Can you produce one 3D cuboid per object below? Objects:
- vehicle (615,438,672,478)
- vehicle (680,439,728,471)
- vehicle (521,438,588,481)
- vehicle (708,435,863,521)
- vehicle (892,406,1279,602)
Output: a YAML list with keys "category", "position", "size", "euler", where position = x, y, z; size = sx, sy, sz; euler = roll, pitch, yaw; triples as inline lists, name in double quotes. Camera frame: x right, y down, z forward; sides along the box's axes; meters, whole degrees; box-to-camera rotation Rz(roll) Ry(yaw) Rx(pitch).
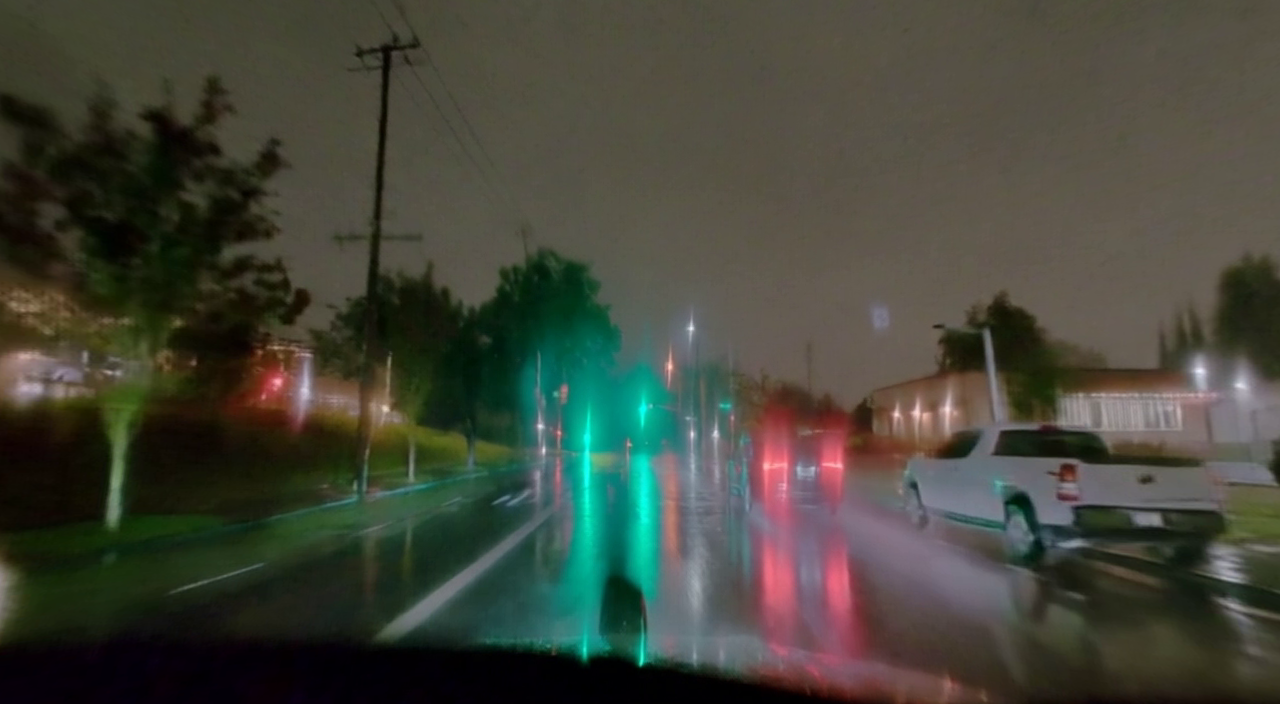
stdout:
- category: "vehicle"
  position: [0.104, 4.212, 25.314]
  size: [2.101, 1.467, 4.210]
  euler: [0, -8, 0]
- category: "vehicle"
  position: [3.172, 5.205, 32.025]
  size: [1.943, 1.484, 4.030]
  euler: [0, -8, -1]
- category: "vehicle"
  position: [-3.256, 4.200, 24.964]
  size: [2.012, 1.505, 4.205]
  euler: [0, -8, 1]
- category: "vehicle"
  position: [2.790, 2.522, 13.287]
  size: [2.158, 1.483, 4.415]
  euler: [0, -8, -1]
- category: "vehicle"
  position: [5.675, 1.877, 8.877]
  size: [2.277, 1.850, 4.717]
  euler: [4, -8, -1]
